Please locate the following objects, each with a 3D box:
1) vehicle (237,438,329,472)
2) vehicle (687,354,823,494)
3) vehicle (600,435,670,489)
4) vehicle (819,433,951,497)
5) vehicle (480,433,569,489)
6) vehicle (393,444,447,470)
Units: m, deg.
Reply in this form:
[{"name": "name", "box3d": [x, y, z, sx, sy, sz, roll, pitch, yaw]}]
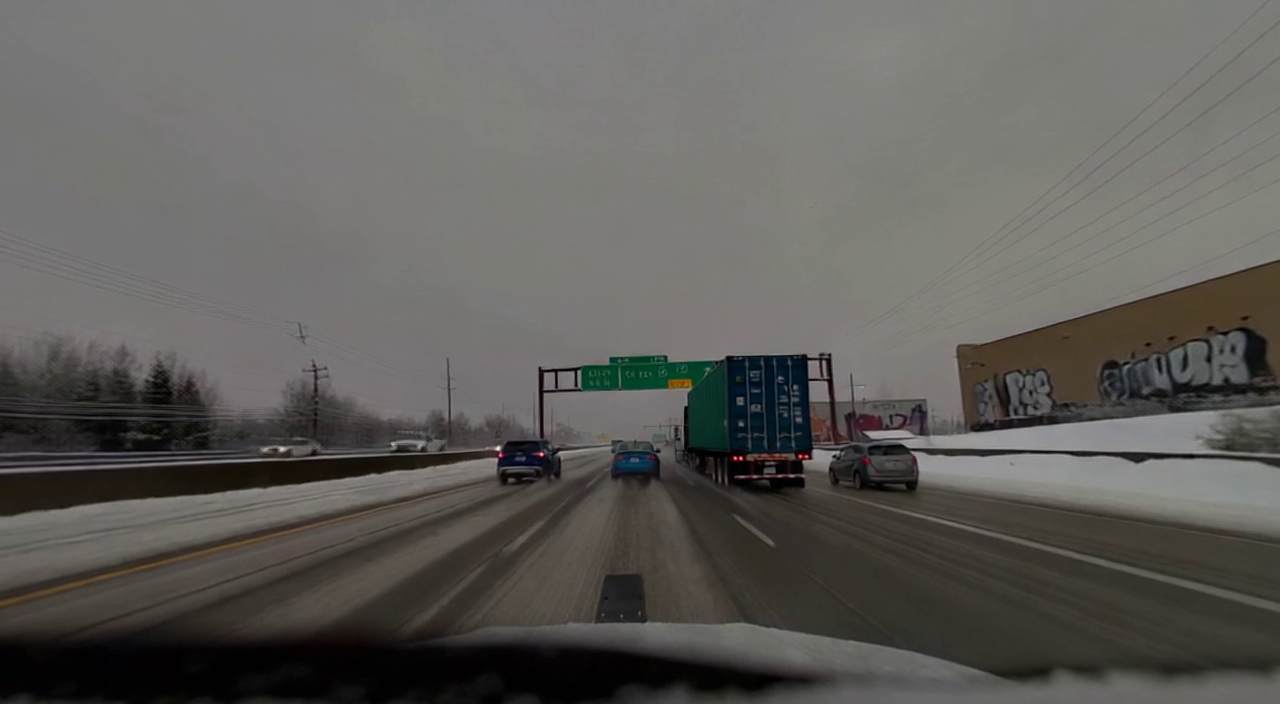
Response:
[{"name": "vehicle", "box3d": [-20.992, 6.073, 37.532, 2.215, 1.849, 5.735, 0, -9, -1]}, {"name": "vehicle", "box3d": [3.800, 3.070, 24.940, 2.800, 4.039, 13.179, 0, -9, 0]}, {"name": "vehicle", "box3d": [-0.173, 3.795, 21.989, 2.191, 1.685, 4.015, 0, -9, 0]}, {"name": "vehicle", "box3d": [7.353, 3.453, 19.614, 2.202, 1.731, 4.628, 0, -9, 0]}, {"name": "vehicle", "box3d": [-4.021, 3.915, 22.950, 2.264, 1.804, 4.584, 0, -9, 1]}, {"name": "vehicle", "box3d": [-13.837, 6.615, 39.972, 1.921, 1.494, 4.348, 0, -9, -1]}]
